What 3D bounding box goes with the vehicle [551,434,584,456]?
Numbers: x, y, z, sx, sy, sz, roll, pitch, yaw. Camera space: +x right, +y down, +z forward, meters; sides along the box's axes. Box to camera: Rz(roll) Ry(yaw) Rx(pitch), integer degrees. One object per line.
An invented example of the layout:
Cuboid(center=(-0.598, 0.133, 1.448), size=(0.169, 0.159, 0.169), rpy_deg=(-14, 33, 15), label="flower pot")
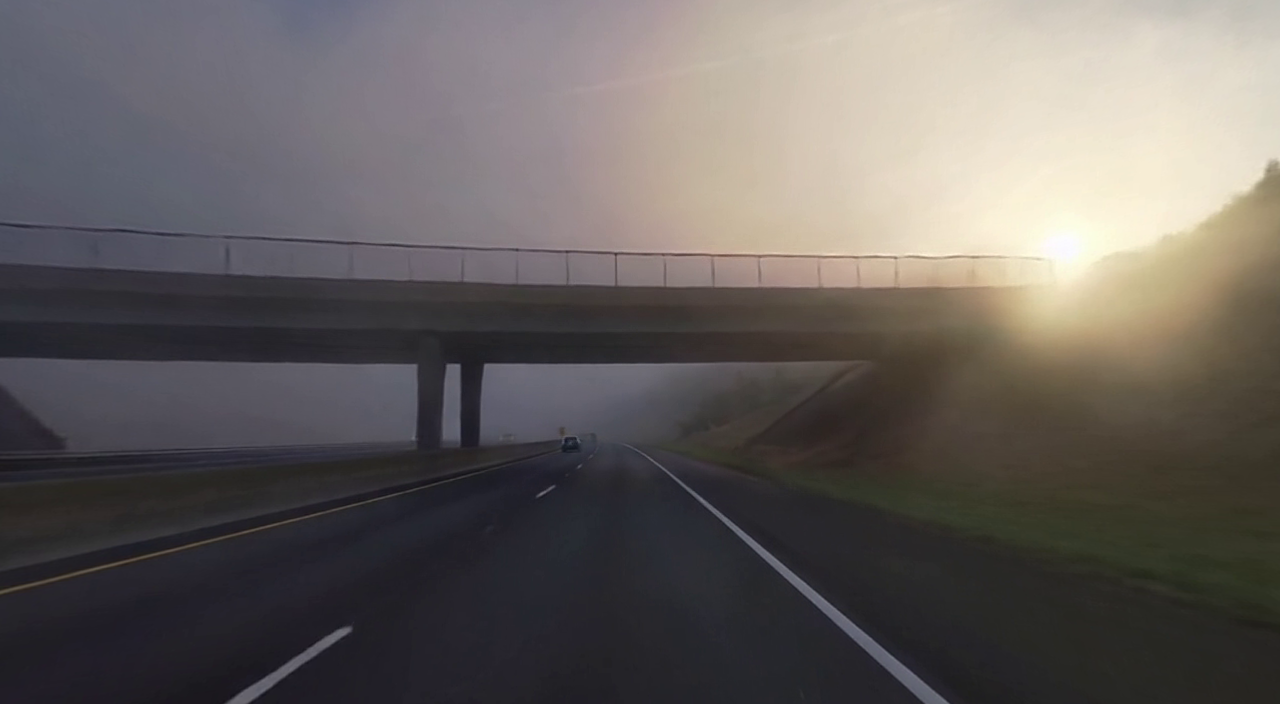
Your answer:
Cuboid(center=(-5.133, 6.618, 44.863), size=(2.005, 1.509, 4.260), rpy_deg=(0, -8, -2), label="vehicle")
